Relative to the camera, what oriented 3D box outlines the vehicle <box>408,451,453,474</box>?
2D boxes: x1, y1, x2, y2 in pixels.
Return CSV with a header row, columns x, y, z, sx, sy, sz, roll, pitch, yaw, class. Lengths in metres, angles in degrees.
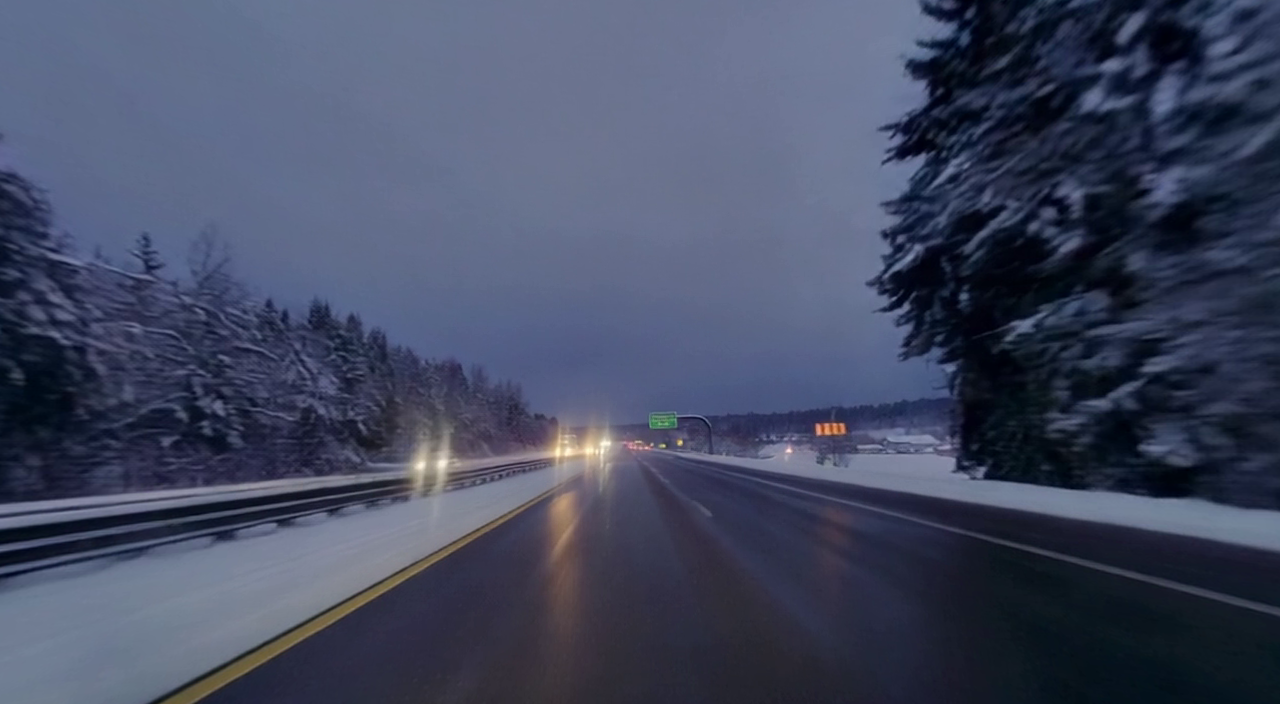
x,y,z,sx,sy,sz,roll,pitch,yaw,class
-14.362,7.568,43.431,1.822,1.480,3.962,0,-9,-1,vehicle
